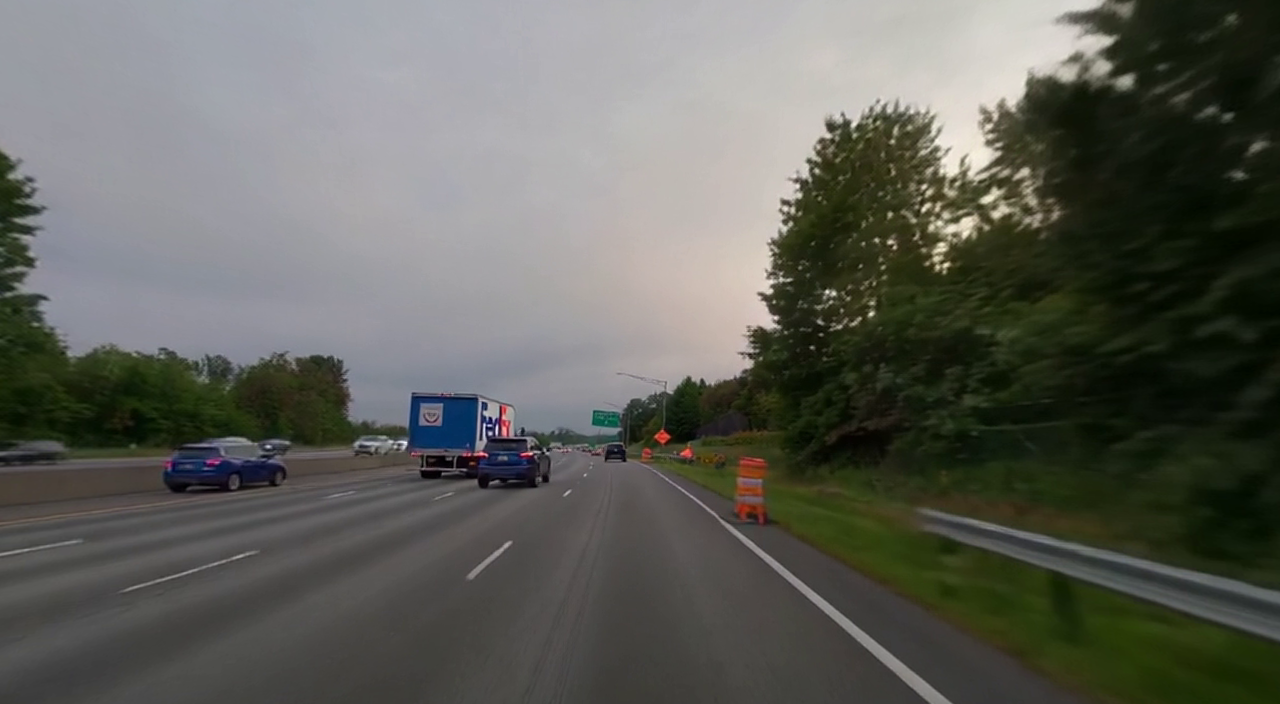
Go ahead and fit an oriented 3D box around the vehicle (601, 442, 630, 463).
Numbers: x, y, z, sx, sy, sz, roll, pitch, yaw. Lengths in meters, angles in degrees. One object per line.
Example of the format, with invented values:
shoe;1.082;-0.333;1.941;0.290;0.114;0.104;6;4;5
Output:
vehicle;-1.884;7.474;47.205;2.043;1.489;3.839;1;-9;-4

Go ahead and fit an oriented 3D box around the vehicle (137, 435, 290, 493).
vehicle;-13.788;3.627;20.848;2.018;1.668;4.409;0;-8;-1

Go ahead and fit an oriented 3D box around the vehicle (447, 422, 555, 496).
vehicle;-3.878;3.090;18.577;2.170;1.886;4.628;0;-8;-1

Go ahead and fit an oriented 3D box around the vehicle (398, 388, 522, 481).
vehicle;-7.120;3.538;26.543;2.870;3.266;8.589;0;-8;-1
